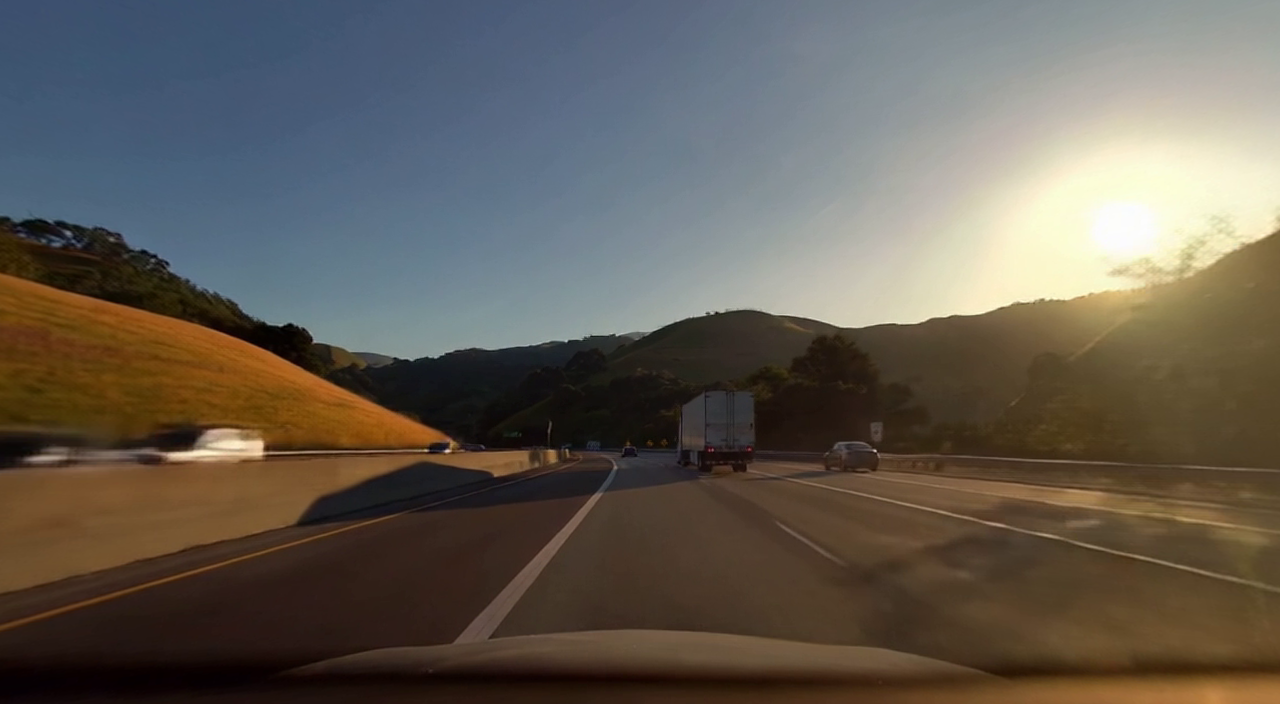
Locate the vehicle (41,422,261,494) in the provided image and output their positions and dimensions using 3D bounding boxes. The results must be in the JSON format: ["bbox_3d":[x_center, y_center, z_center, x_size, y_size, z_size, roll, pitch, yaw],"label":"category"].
[{"bbox_3d":[-16.225,3.569,21.628,2.465,2.075,6.336,0,-9,0],"label":"vehicle"}]

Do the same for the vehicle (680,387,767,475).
[{"bbox_3d":[4.118,4.378,33.912,3.049,3.968,10.706,0,-9,-1],"label":"vehicle"}]

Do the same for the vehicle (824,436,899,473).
[{"bbox_3d":[11.371,5.295,32.713,2.046,1.741,4.769,1,-9,-1],"label":"vehicle"}]
